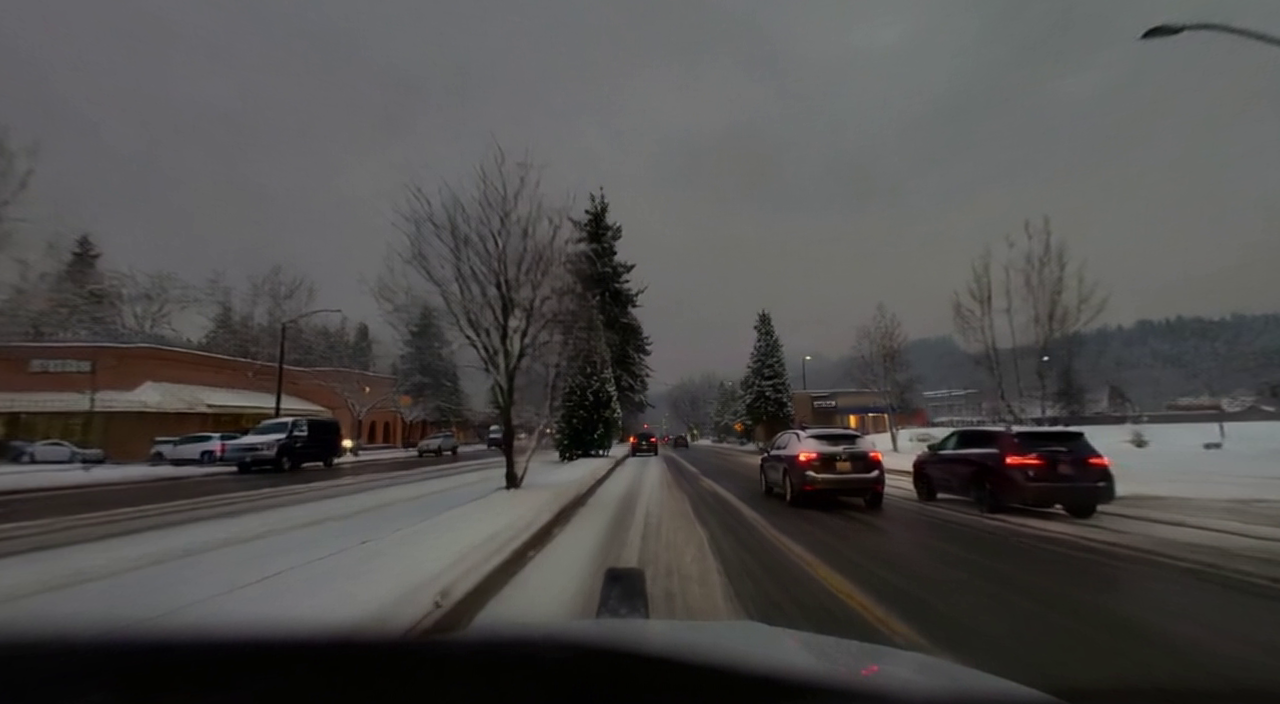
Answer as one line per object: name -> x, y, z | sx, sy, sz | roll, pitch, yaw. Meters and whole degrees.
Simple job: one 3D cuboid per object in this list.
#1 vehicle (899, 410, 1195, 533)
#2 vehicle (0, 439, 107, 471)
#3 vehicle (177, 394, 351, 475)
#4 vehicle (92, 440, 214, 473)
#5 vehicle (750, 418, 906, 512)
vehicle -> 6.860, 2.058, 11.539 | 2.134, 1.738, 4.833 | -1, -8, -1
vehicle -> -27.138, 4.692, 29.033 | 1.795, 1.360, 3.780 | -1, -8, 1
vehicle -> -18.656, 4.286, 32.395 | 2.935, 3.431, 9.380 | -2, -8, 2
vehicle -> -23.175, 4.954, 30.312 | 1.824, 1.420, 4.984 | -1, -8, 2
vehicle -> 3.724, 2.311, 13.352 | 2.072, 1.669, 3.836 | -1, -8, 0
